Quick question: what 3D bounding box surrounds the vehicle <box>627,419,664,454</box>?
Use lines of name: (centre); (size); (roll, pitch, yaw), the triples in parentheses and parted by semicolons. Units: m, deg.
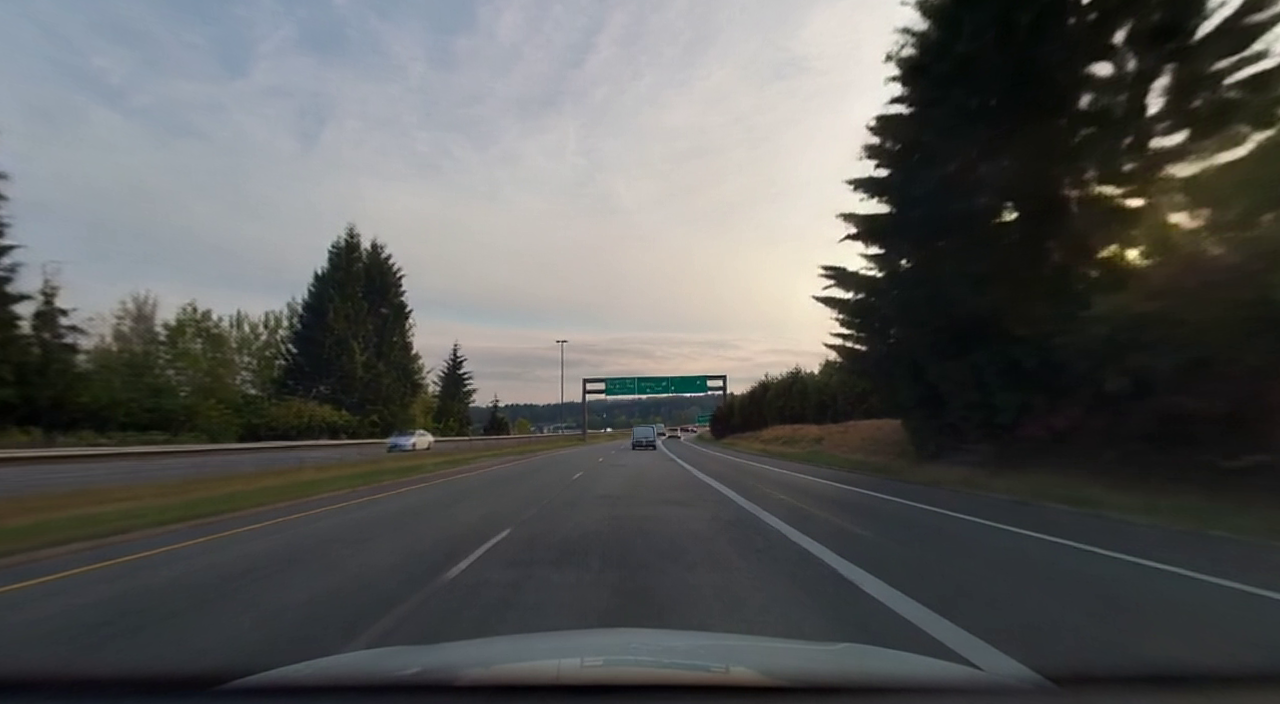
vehicle: (0.322, 5.916, 44.215); (2.450, 2.314, 4.753); (0, -8, 0)
